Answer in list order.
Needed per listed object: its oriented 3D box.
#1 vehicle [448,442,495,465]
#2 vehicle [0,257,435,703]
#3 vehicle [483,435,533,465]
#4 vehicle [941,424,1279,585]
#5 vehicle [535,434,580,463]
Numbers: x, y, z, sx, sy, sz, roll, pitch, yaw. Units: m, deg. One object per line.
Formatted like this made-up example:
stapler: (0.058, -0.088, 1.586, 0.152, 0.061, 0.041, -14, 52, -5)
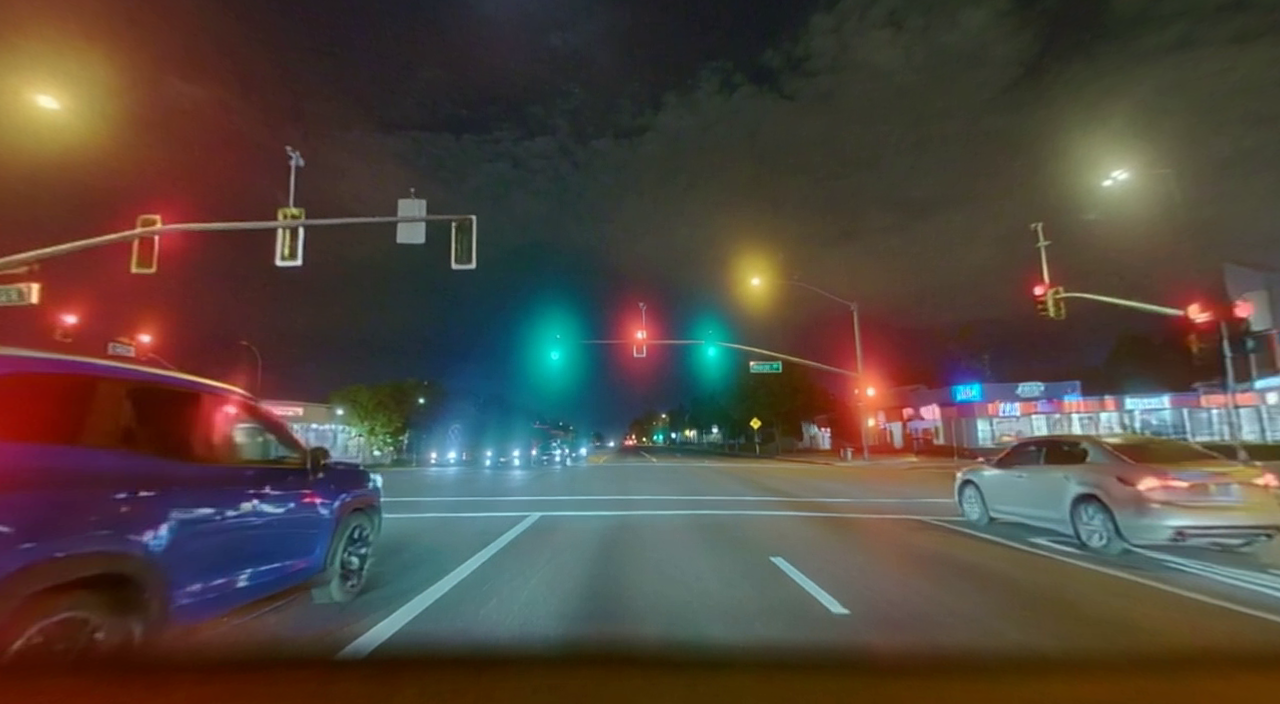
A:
vehicle: (-11.405, 6.902, 43.093, 2.003, 1.476, 4.082, 0, -8, 1)
vehicle: (-3.366, 0.964, 4.325, 2.313, 1.883, 5.016, 0, -8, -1)
vehicle: (-8.480, 6.360, 41.001, 2.273, 1.791, 4.809, 0, -8, -1)
vehicle: (6.159, 1.769, 8.318, 1.972, 1.476, 4.775, 0, -8, -1)
vehicle: (-5.459, 6.462, 42.299, 2.384, 1.787, 5.038, 0, -8, -1)
